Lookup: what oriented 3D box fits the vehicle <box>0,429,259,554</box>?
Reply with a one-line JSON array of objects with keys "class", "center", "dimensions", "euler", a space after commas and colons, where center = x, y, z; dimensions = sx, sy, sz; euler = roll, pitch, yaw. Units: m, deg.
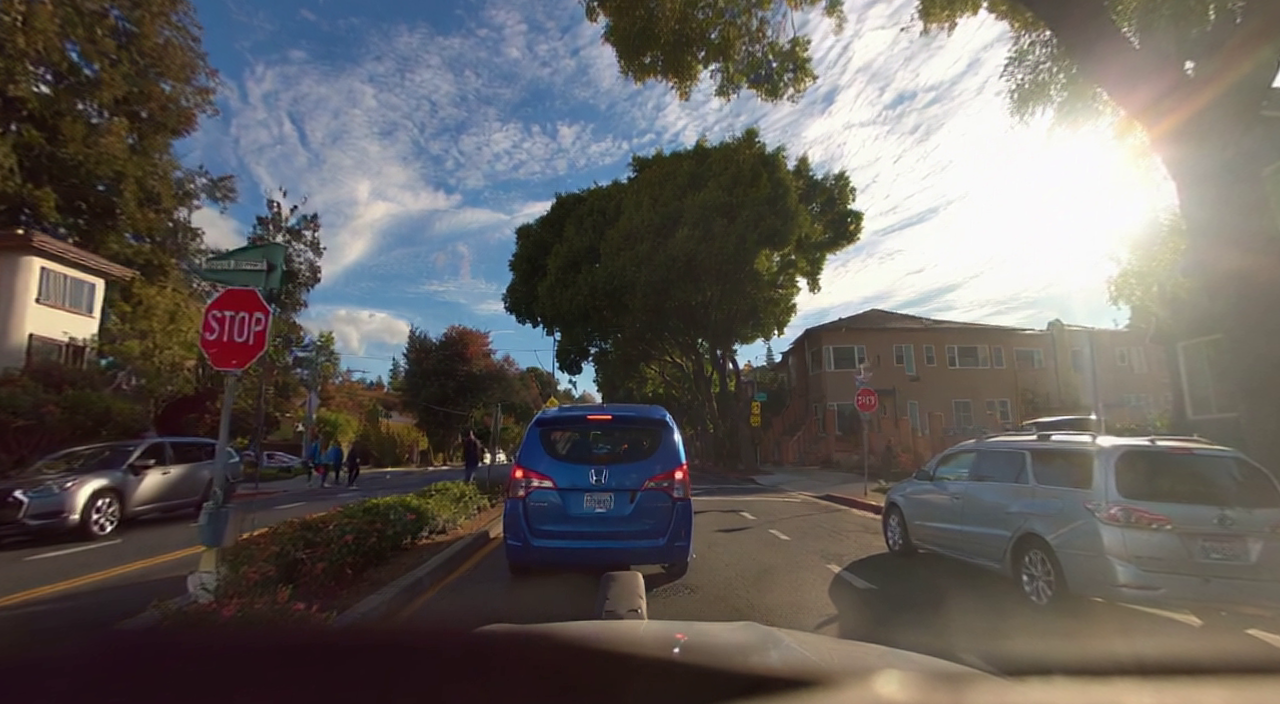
[{"class": "vehicle", "center": [-8.288, 2.029, 10.016], "dimensions": [1.825, 1.532, 4.083], "euler": [-3, -7, 2]}]

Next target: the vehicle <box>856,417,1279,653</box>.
[{"class": "vehicle", "center": [4.223, 1.684, 6.874], "dimensions": [1.959, 1.581, 4.731], "euler": [4, -9, -2]}]

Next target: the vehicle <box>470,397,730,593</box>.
[{"class": "vehicle", "center": [-0.386, 1.657, 8.180], "dimensions": [2.377, 1.787, 4.652], "euler": [0, -8, -1]}]

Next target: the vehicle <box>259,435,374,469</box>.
[{"class": "vehicle", "center": [-15.219, 4.723, 29.808], "dimensions": [4.387, 1.495, 1.811], "euler": [1, -8, -3]}]
